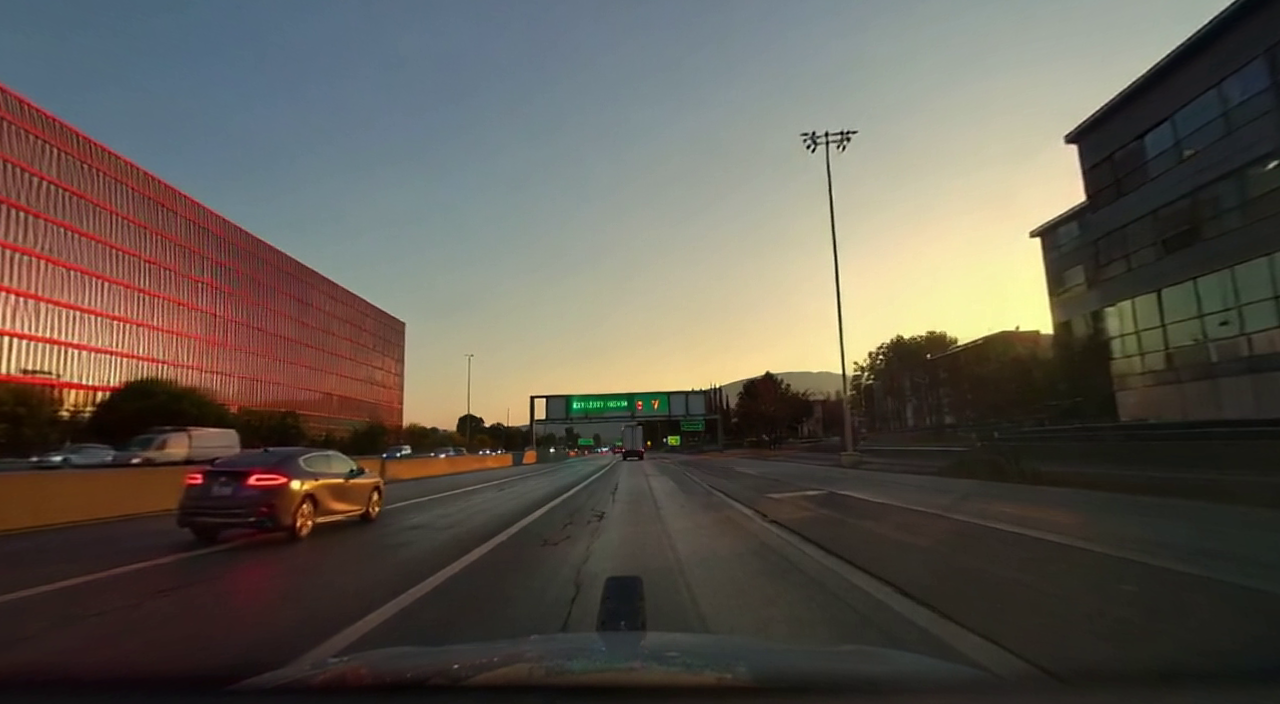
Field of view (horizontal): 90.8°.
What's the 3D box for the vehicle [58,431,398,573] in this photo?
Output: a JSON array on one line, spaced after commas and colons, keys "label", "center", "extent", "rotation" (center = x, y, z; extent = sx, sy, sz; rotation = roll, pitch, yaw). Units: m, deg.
[{"label": "vehicle", "center": [-5.262, 1.943, 8.962], "extent": [1.943, 1.510, 4.201], "rotation": [0, -9, 1]}]
